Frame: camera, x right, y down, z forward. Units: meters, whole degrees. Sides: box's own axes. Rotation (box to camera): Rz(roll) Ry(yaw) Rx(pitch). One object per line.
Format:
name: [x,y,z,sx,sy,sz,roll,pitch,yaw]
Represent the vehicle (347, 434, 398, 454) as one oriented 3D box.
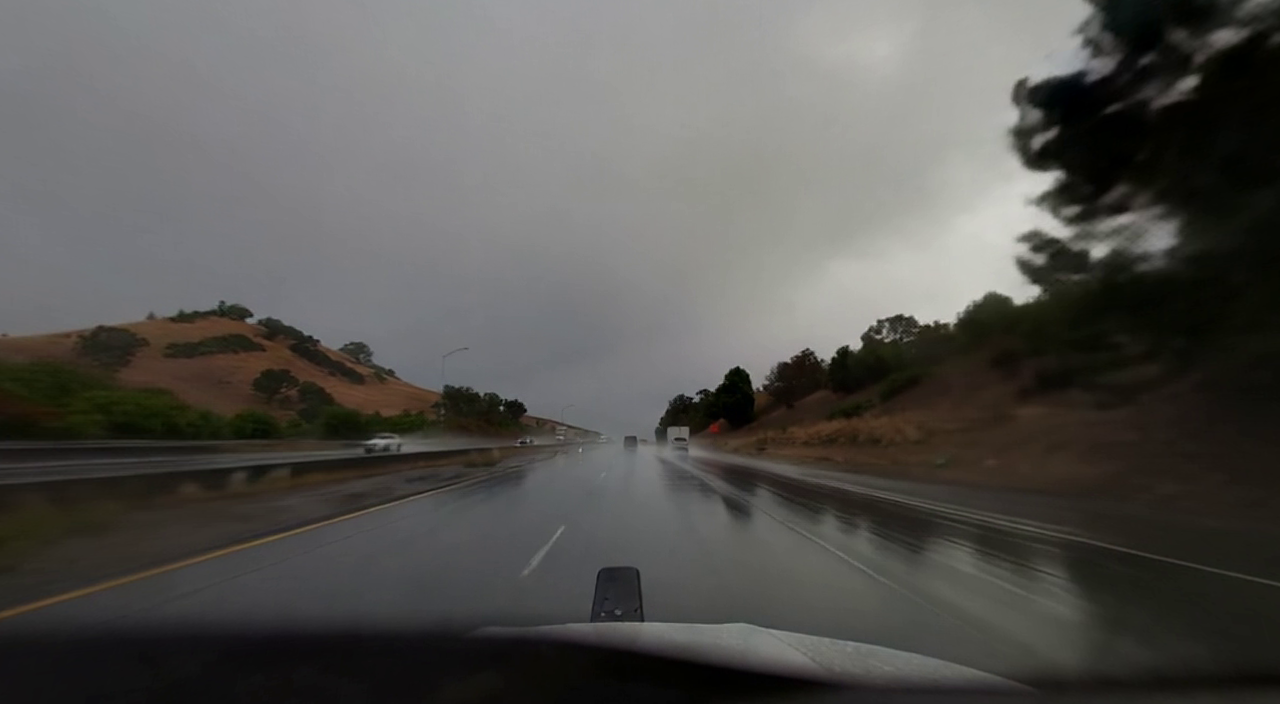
vehicle: [-21.131,7.273,49.860,1.999,1.472,4.598,0,-8,0]
